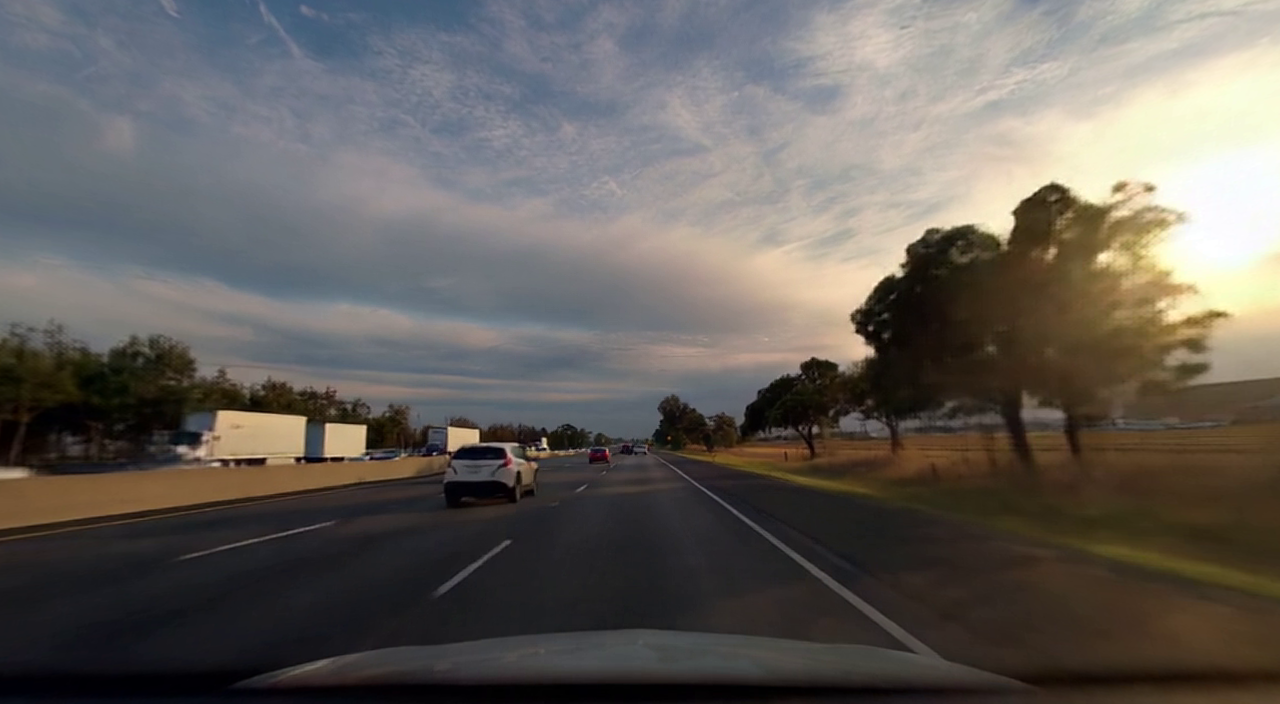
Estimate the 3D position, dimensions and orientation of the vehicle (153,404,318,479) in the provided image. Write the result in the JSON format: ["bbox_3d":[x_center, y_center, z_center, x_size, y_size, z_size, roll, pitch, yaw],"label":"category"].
[{"bbox_3d":[-23.415,5.405,37.561,3.037,3.822,10.142,0,-9,0],"label":"vehicle"}]

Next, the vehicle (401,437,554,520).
[{"bbox_3d":[-3.280,2.658,13.736,2.110,1.500,4.259,0,-9,1],"label":"vehicle"}]

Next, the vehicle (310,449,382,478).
[{"bbox_3d":[-15.443,5.839,33.367,1.836,1.395,4.120,0,-9,0],"label":"vehicle"}]

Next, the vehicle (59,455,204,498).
[{"bbox_3d":[-19.302,4.710,24.275,1.834,1.420,4.528,0,-9,-1],"label":"vehicle"}]
